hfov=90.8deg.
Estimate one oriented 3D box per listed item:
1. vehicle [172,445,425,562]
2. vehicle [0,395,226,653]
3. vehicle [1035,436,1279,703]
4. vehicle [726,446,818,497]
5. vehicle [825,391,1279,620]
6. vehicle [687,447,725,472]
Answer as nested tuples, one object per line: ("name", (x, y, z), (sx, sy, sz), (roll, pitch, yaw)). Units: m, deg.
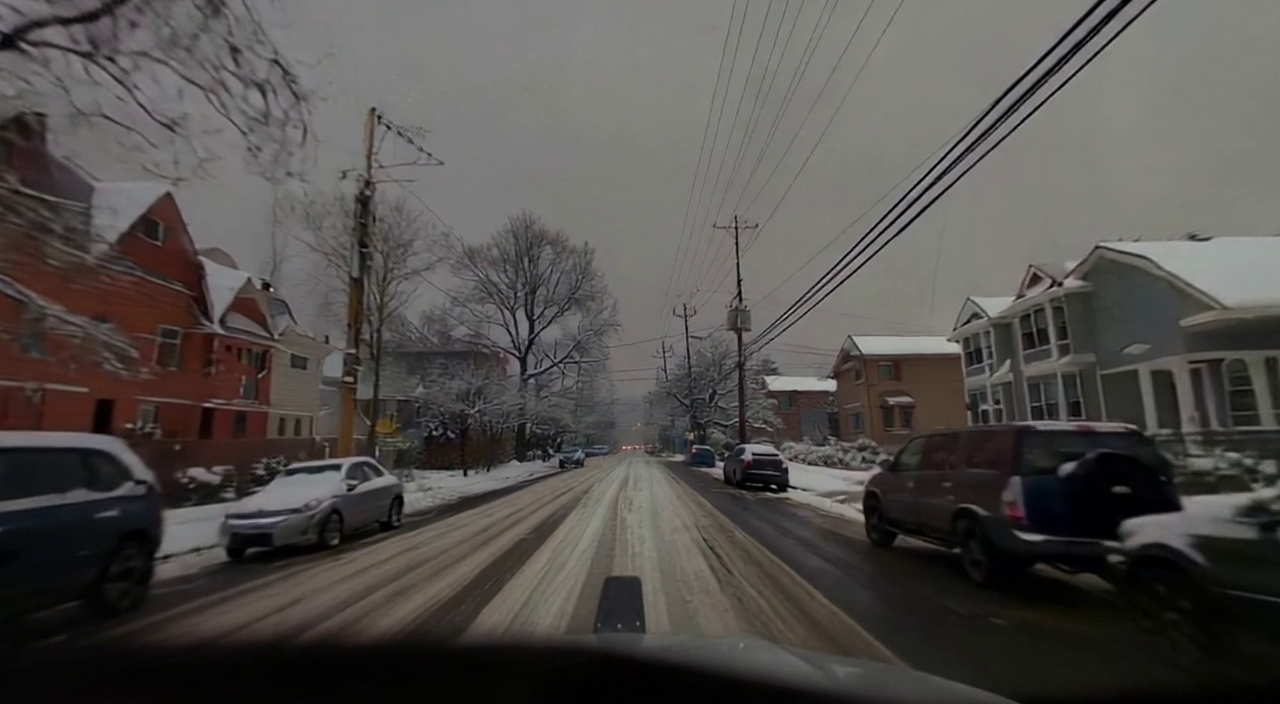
("vehicle", (-5.722, 2.532, 11.478), (1.991, 1.464, 4.763), (-3, -7, 0))
("vehicle", (-5.667, 1.349, 5.034), (2.046, 1.825, 4.627), (-2, -7, -7))
("vehicle", (3.994, 1.060, 2.588), (1.804, 1.422, 4.497), (0, -8, 0))
("vehicle", (4.203, 3.853, 20.906), (1.930, 1.470, 4.738), (0, -8, -1))
("vehicle", (4.192, 1.643, 7.906), (2.083, 1.829, 5.466), (0, -8, 0))
("vehicle", (4.239, 6.935, 41.124), (1.911, 1.538, 3.960), (1, -9, -2))
